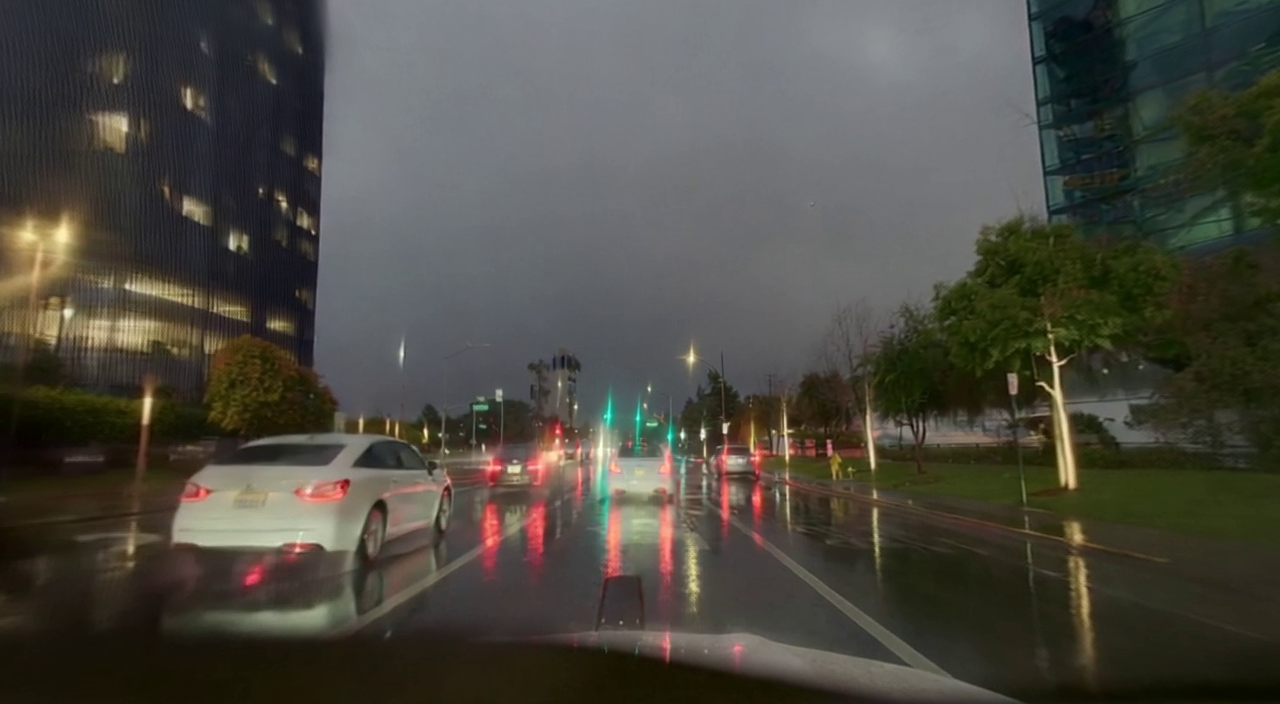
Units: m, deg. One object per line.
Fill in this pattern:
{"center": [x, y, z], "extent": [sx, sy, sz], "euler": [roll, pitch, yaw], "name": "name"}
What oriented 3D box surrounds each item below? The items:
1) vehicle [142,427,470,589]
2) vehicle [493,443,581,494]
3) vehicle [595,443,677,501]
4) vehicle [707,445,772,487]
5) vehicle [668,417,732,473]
{"center": [-3.740, 1.795, 8.119], "extent": [1.933, 1.520, 4.195], "euler": [0, -8, 0], "name": "vehicle"}
{"center": [-3.305, 3.818, 21.133], "extent": [2.044, 1.508, 4.479], "euler": [0, -8, 2], "name": "vehicle"}
{"center": [-0.069, 3.474, 18.766], "extent": [2.174, 1.509, 4.374], "euler": [0, -8, 1], "name": "vehicle"}
{"center": [3.931, 4.557, 25.544], "extent": [1.940, 1.514, 4.187], "euler": [0, -8, 0], "name": "vehicle"}
{"center": [3.910, 6.528, 44.274], "extent": [3.074, 3.316, 12.953], "euler": [0, -8, -1], "name": "vehicle"}
